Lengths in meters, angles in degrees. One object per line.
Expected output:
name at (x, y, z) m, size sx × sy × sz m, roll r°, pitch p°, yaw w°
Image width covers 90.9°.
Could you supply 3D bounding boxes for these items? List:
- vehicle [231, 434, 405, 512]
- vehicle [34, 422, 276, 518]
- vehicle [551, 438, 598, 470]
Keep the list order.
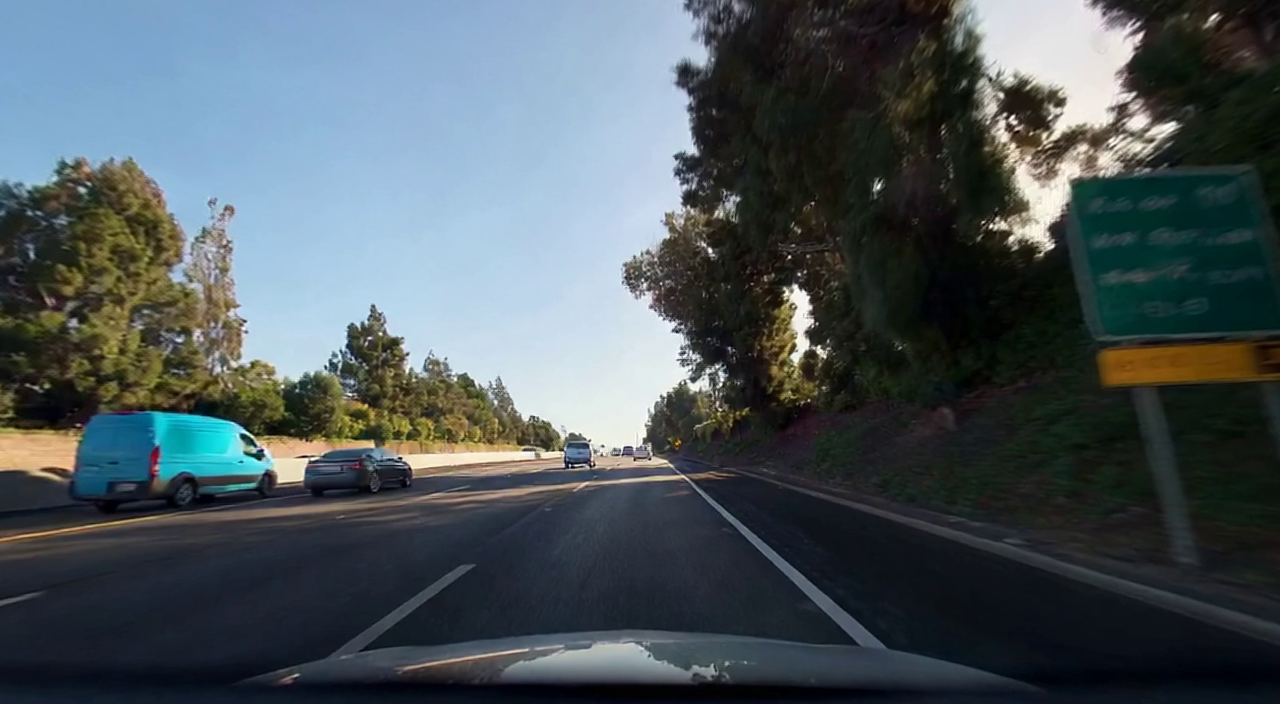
vehicle at (-7.455, 2.820, 15.172) m, size 2.014 × 1.598 × 4.015 m, roll 0°, pitch -8°, yaw 1°
vehicle at (-10.837, 2.650, 14.672) m, size 1.977 × 1.870 × 4.525 m, roll 0°, pitch -8°, yaw 0°
vehicle at (-4.044, 6.401, 39.813) m, size 2.313 × 1.852 × 4.775 m, roll 0°, pitch -8°, yaw 2°
